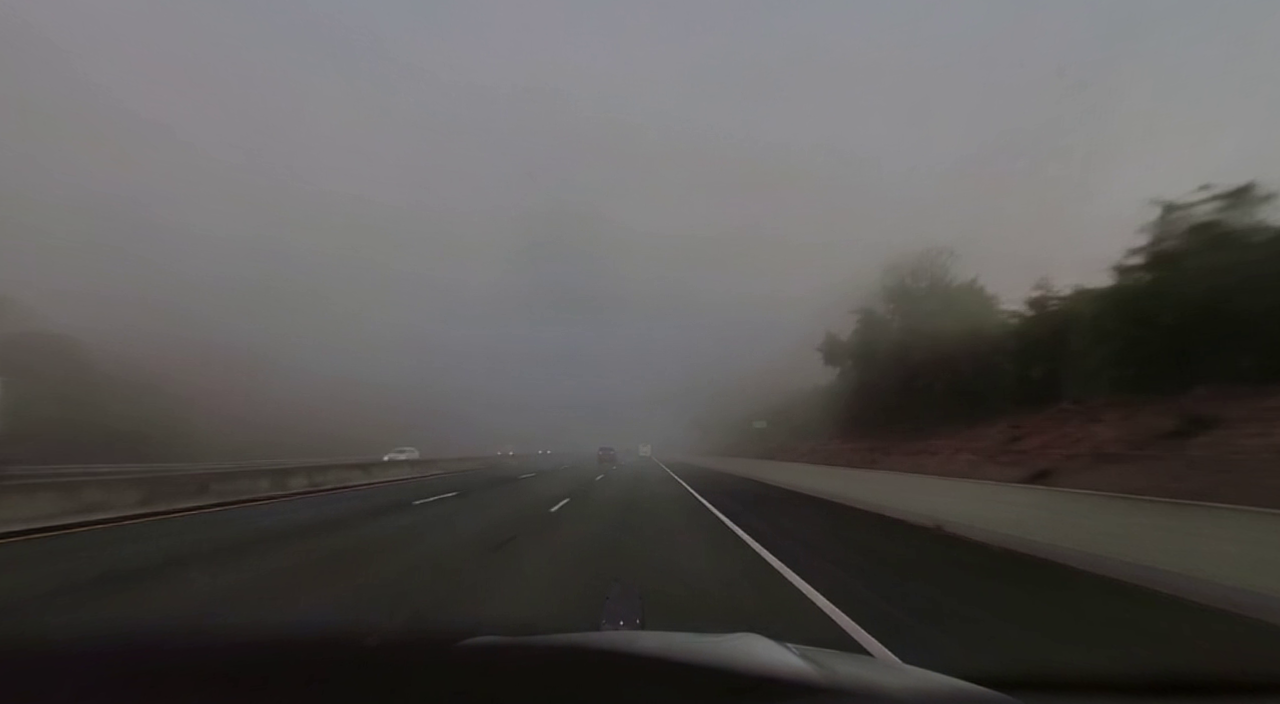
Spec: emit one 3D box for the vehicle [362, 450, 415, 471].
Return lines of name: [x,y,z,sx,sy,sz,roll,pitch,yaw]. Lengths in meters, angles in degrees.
vehicle: [-18.719,8.090,47.121,2.062,1.470,4.466,0,-9,1]

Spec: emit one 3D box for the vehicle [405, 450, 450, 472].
vehicle: [-14.835,7.617,44.288,1.789,1.439,3.665,0,-9,1]
